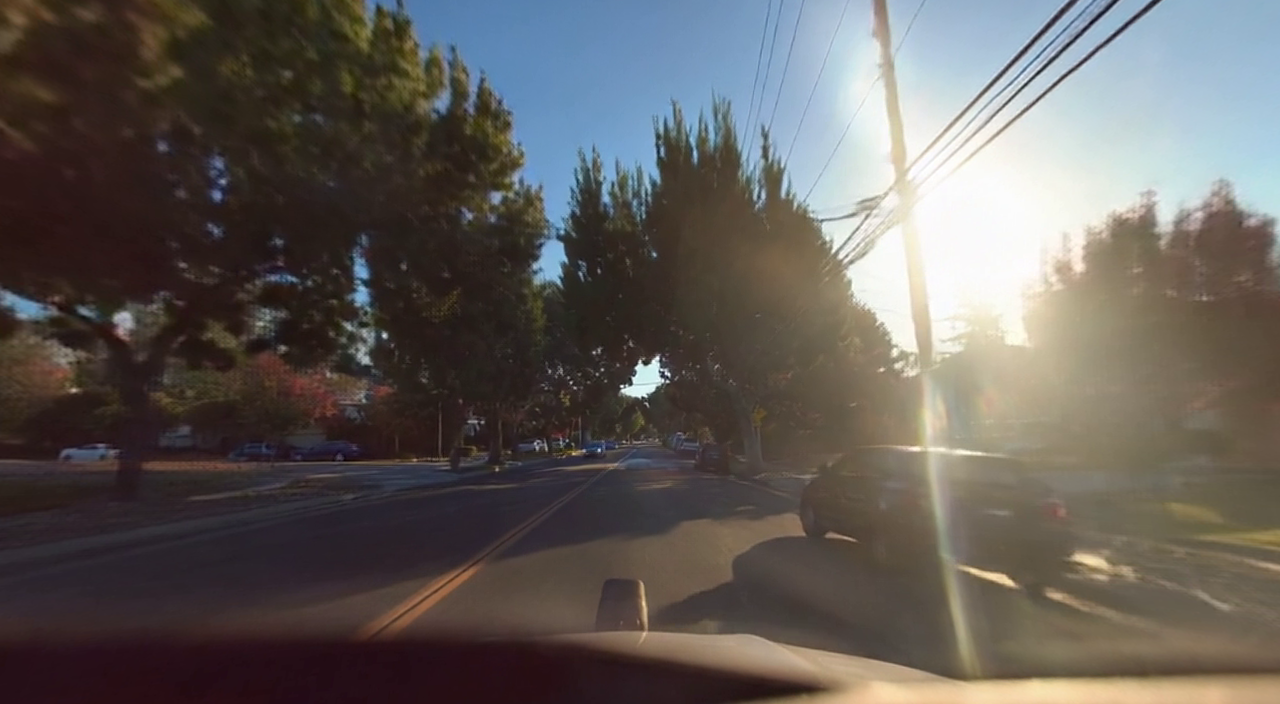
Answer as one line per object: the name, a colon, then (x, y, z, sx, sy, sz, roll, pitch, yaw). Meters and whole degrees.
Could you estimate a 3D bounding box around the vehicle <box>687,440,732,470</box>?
vehicle: (3.668, 5.547, 34.185, 1.915, 1.491, 4.642, 0, -8, 0)

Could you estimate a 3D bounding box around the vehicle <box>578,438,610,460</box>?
vehicle: (-3.322, 7.068, 46.060, 1.839, 1.520, 3.656, -1, -8, 3)

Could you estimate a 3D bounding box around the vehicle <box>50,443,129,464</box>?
vehicle: (-41.083, 7.541, 47.190, 4.019, 1.503, 1.979, 0, -8, 0)

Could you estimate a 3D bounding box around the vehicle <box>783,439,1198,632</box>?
vehicle: (3.181, 1.719, 7.108, 1.990, 1.435, 4.526, 0, -8, -1)
